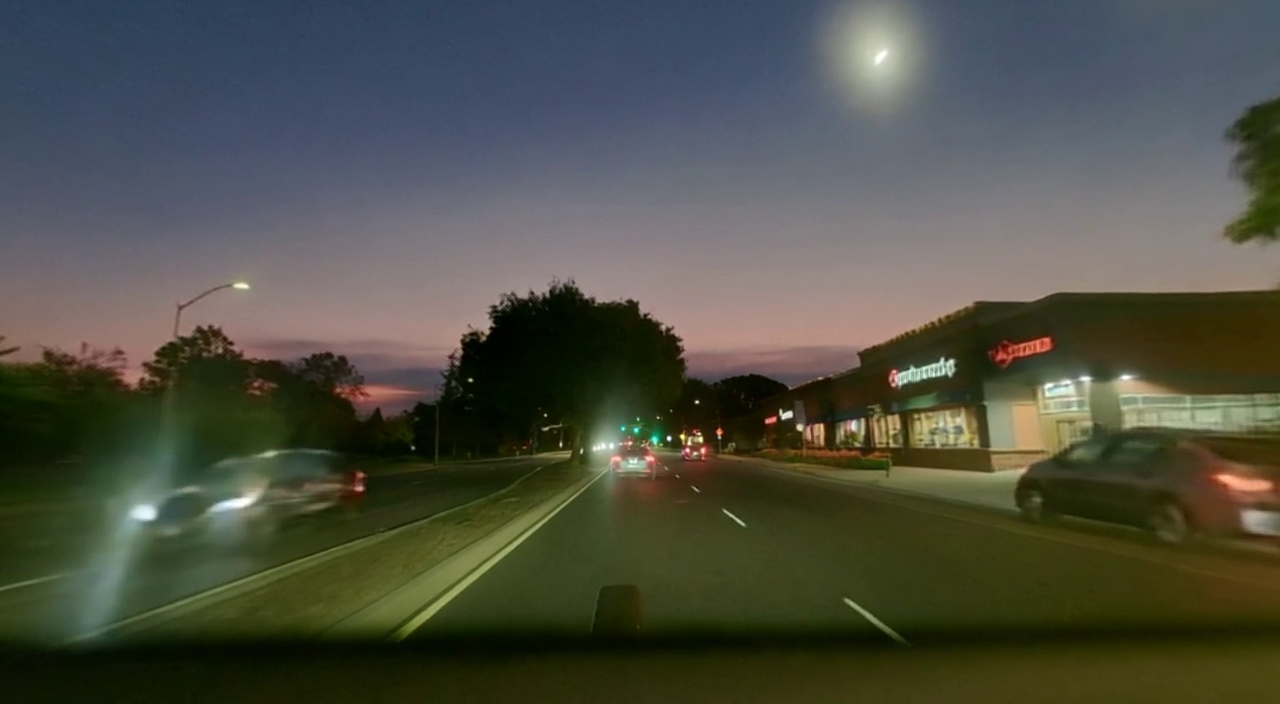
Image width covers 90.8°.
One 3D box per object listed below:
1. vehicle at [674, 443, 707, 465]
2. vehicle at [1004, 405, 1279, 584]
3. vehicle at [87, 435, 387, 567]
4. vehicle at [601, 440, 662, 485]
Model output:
[{"bbox_3d":[3.535,7.255,45.109,1.910,1.474,4.003,0,-9,-1],"label":"vehicle"},{"bbox_3d":[7.627,1.790,8.744,2.165,1.787,5.231,-1,-9,2],"label":"vehicle"},{"bbox_3d":[-5.616,2.074,9.594,1.999,1.531,4.011,0,-9,-2],"label":"vehicle"},{"bbox_3d":[-0.311,3.919,22.658,2.006,1.487,3.535,0,-9,-1],"label":"vehicle"}]
